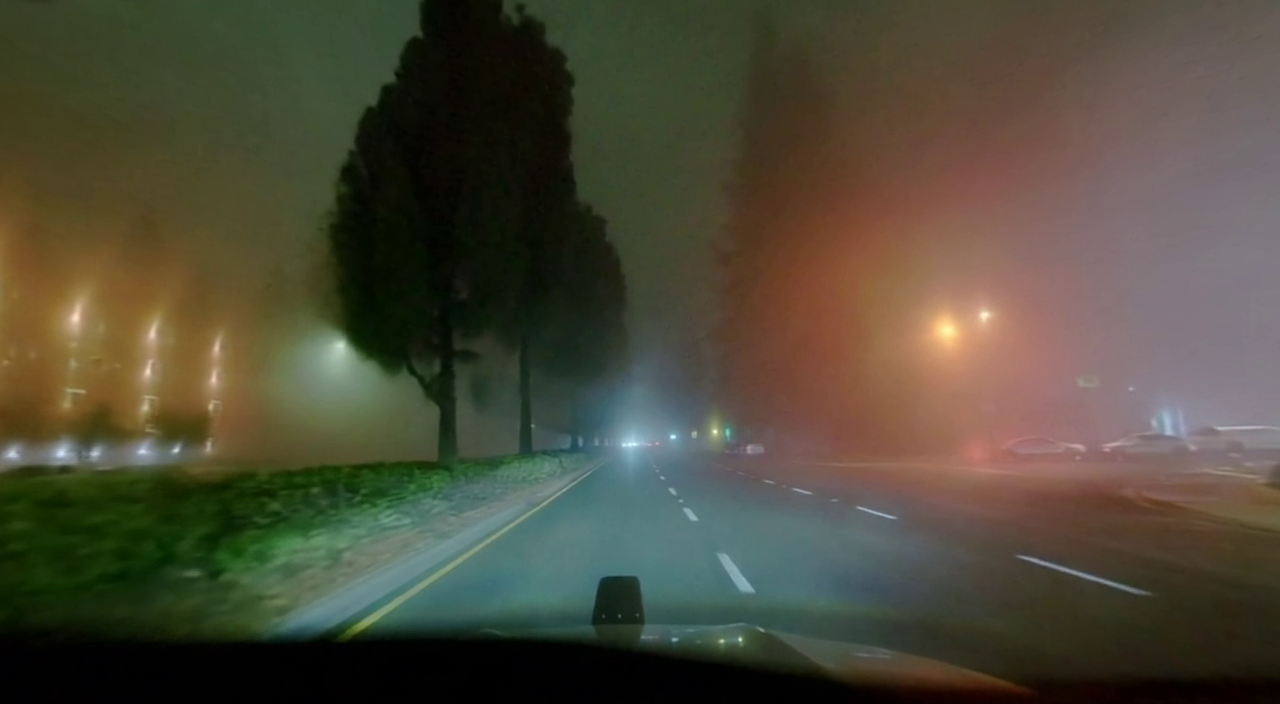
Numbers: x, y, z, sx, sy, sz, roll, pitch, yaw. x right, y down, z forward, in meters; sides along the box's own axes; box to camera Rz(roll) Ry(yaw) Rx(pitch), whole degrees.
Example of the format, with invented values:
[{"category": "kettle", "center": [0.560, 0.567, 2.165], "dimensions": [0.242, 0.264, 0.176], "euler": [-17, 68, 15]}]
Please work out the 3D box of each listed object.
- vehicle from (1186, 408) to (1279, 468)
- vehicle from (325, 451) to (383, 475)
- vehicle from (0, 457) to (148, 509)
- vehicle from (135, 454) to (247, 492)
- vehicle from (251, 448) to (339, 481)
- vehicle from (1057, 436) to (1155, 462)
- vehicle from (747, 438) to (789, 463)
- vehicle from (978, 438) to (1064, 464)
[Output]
[{"category": "vehicle", "center": [31.120, 4.296, 31.280], "dimensions": [6.797, 2.774, 2.304], "euler": [2, -9, -12]}, {"category": "vehicle", "center": [-19.668, 7.635, 43.727], "dimensions": [2.074, 1.429, 4.645], "euler": [-2, -9, -3]}, {"category": "vehicle", "center": [-19.730, 4.436, 21.626], "dimensions": [1.920, 1.561, 4.654], "euler": [-2, -10, 2]}, {"category": "vehicle", "center": [-19.727, 5.307, 28.032], "dimensions": [1.959, 1.459, 4.150], "euler": [0, -8, -1]}, {"category": "vehicle", "center": [-20.296, 6.592, 37.430], "dimensions": [2.012, 1.636, 4.997], "euler": [-3, -8, 6]}, {"category": "vehicle", "center": [30.412, 6.300, 41.261], "dimensions": [5.245, 1.609, 2.167], "euler": [2, -9, -13]}, {"category": "vehicle", "center": [9.518, 7.360, 47.272], "dimensions": [2.008, 1.734, 4.587], "euler": [0, -8, -3]}, {"category": "vehicle", "center": [24.033, 6.251, 39.871], "dimensions": [4.549, 1.565, 1.831], "euler": [2, -9, -13]}]
